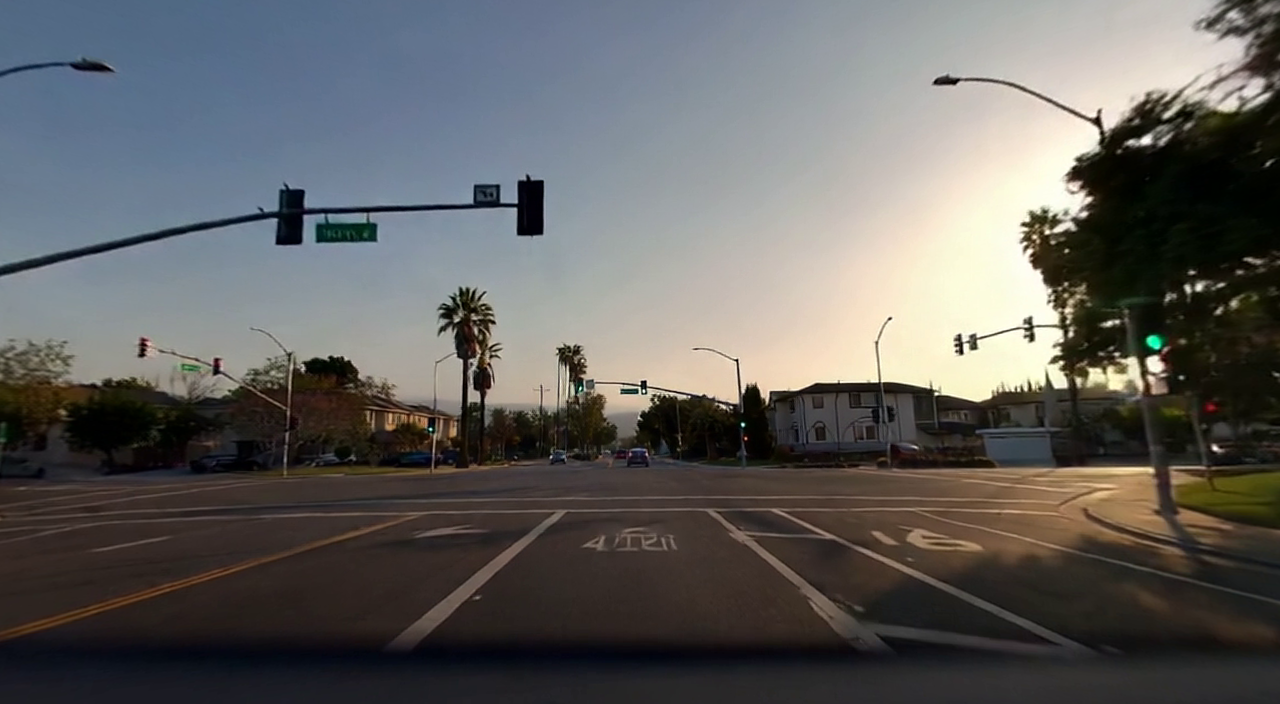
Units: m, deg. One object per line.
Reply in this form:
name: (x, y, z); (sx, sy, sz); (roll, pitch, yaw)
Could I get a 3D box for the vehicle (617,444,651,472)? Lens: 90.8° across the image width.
vehicle: (-0.524, 7.542, 45.121); (2.248, 1.833, 4.798); (0, -9, -3)

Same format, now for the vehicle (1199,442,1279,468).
vehicle: (43.262, 7.297, 44.868); (5.165, 1.711, 2.081); (0, -9, -3)
